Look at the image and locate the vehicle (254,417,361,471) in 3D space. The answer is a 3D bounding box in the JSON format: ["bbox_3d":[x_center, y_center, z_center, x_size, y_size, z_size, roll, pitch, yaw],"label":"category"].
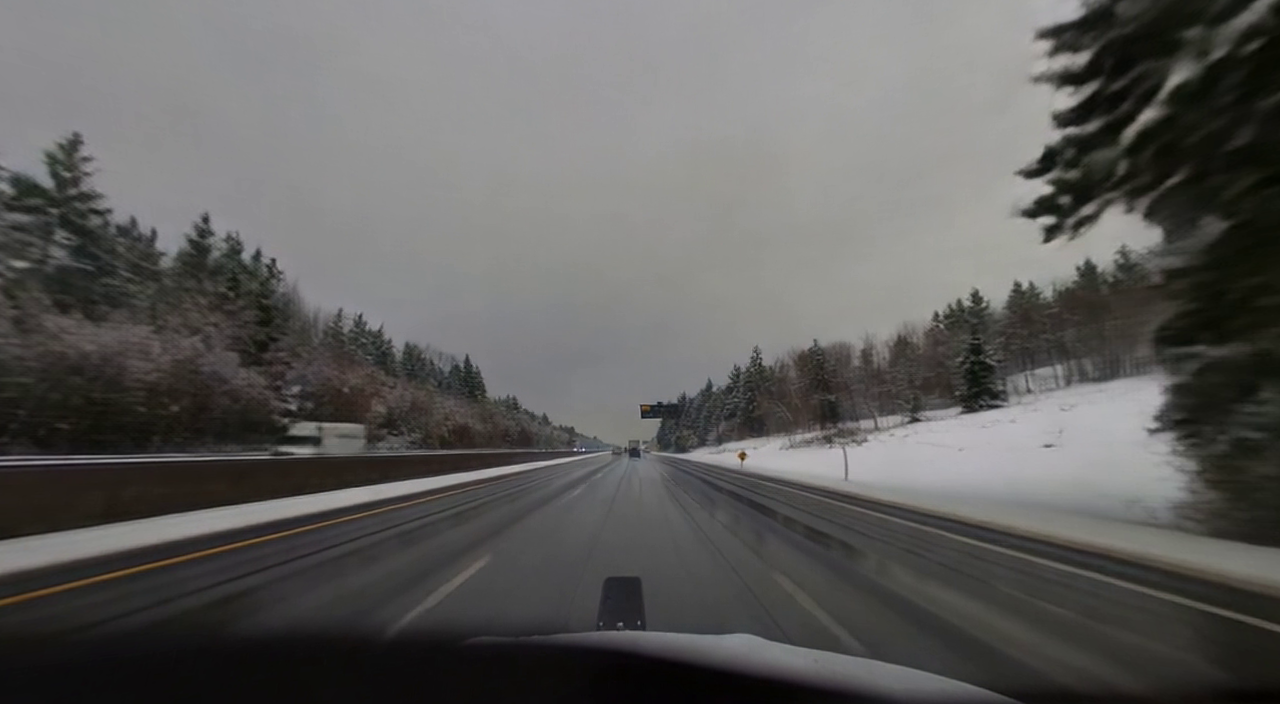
[{"bbox_3d":[-16.283,4.600,31.326,2.300,2.421,5.411,0,-9,0],"label":"vehicle"}]
